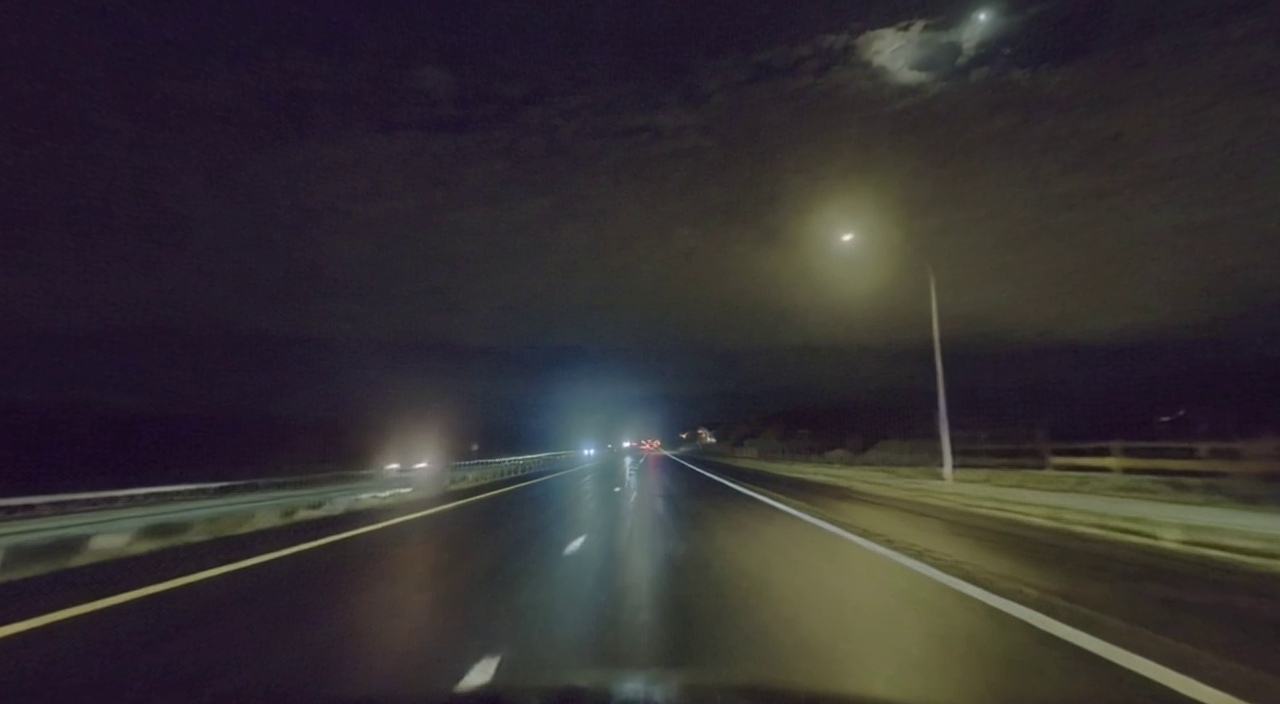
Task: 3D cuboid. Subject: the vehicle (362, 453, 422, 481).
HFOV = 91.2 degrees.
[{"bbox_3d":[-14.991,6.938,38.114,1.864,1.520,4.137,-1,-9,2],"label":"vehicle"}]
